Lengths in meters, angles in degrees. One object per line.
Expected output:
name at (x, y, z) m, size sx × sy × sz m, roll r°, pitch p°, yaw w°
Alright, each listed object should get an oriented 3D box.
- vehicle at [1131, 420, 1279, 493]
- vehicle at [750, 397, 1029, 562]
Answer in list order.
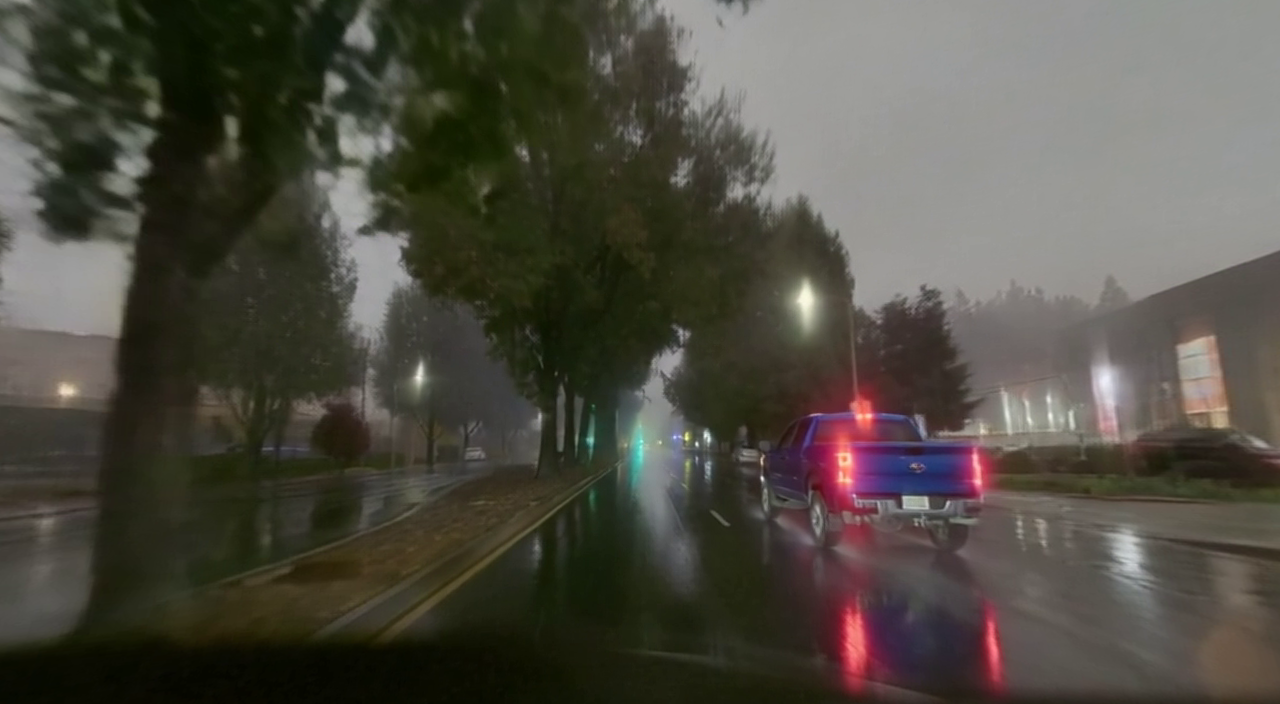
vehicle at (16.061, 2.773, 16.885) m, size 1.952 × 1.691 × 4.743 m, roll 0°, pitch -8°, yaw 0°
vehicle at (3.255, 1.824, 9.775) m, size 2.085 × 1.828 × 5.383 m, roll 0°, pitch -8°, yaw 0°
